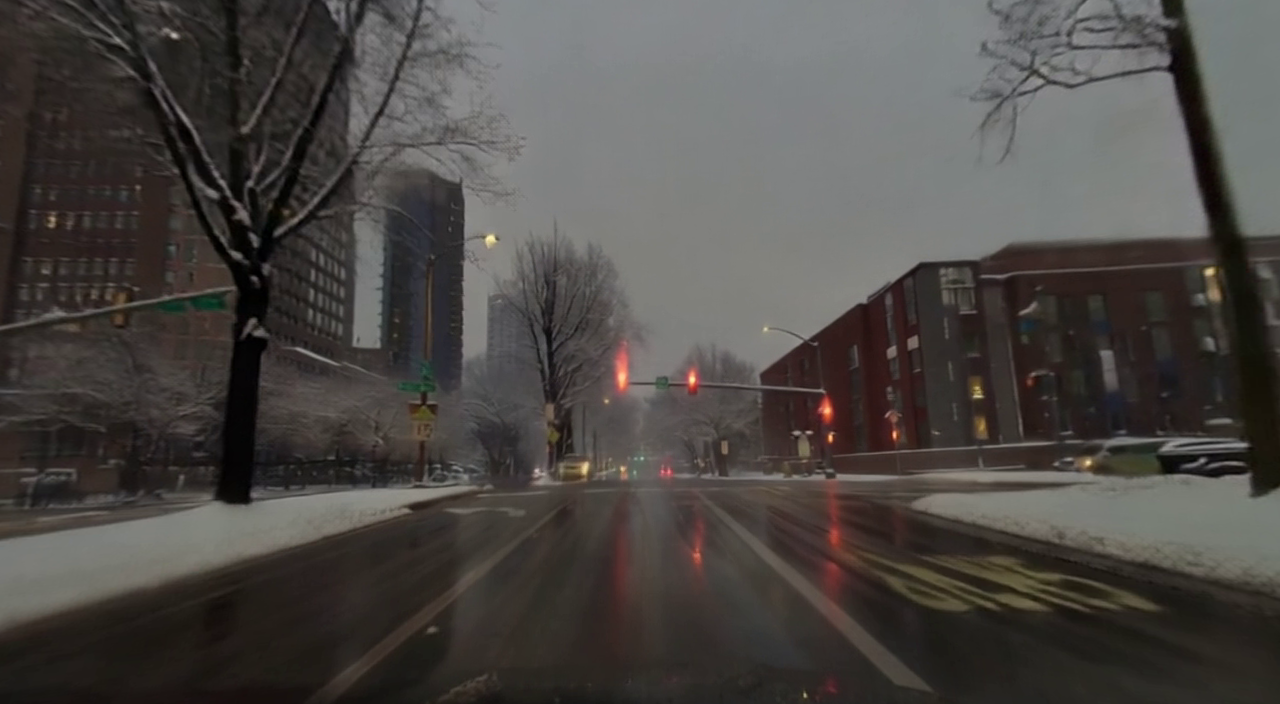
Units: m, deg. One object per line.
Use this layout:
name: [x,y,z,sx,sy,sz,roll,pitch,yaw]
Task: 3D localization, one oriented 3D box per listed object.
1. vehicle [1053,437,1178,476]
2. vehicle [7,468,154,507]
vehicle: [21.291,4.710,28.440,3.967,1.636,1.932,-1,-9,1]
vehicle: [-24.871,6.004,28.195,4.758,1.549,2.194,-1,-8,7]
